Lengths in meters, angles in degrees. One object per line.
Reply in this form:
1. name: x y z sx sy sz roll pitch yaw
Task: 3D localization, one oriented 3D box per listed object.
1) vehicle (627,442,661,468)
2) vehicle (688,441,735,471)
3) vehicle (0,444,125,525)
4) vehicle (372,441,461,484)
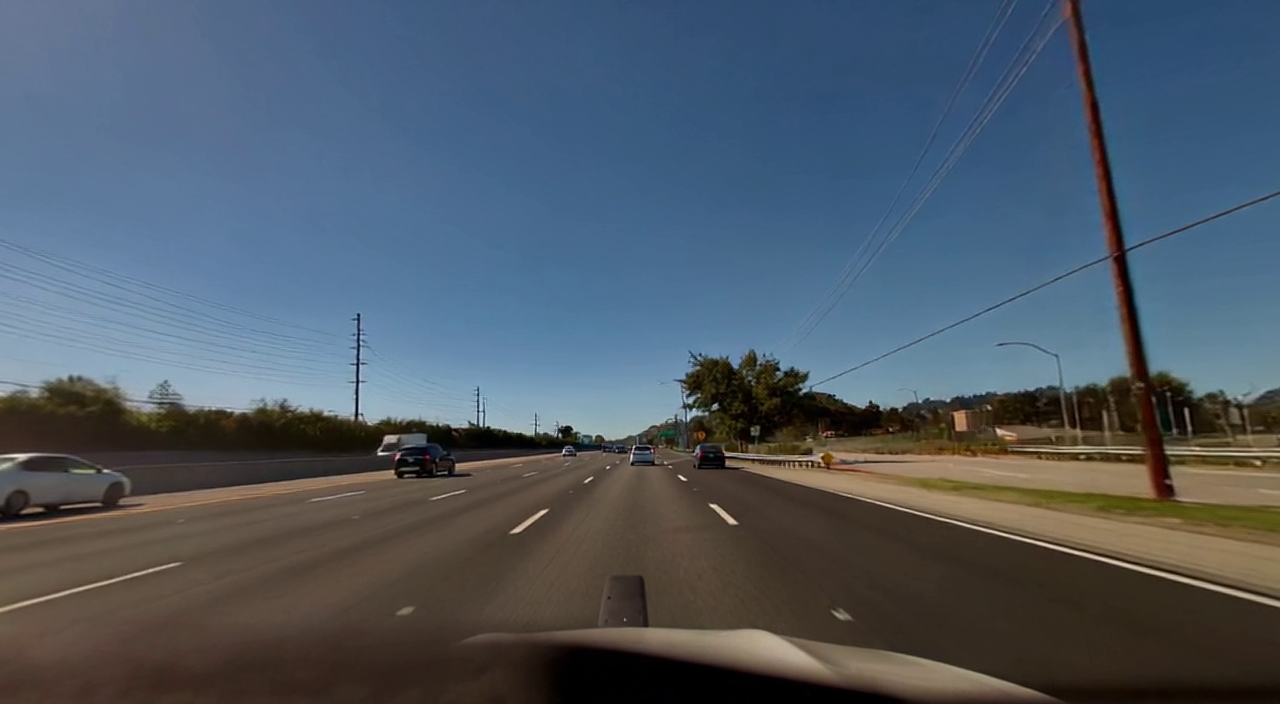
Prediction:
1. vehicle: 0.251 6.387 39.329 2.036 1.474 3.969 0 -8 0
2. vehicle: 3.845 5.689 34.627 2.060 1.526 4.387 0 -8 0
3. vehicle: -14.409 2.877 13.906 2.046 1.674 4.735 0 -8 1
4. vehicle: -10.274 5.104 29.489 2.241 1.810 4.966 -1 -8 2
